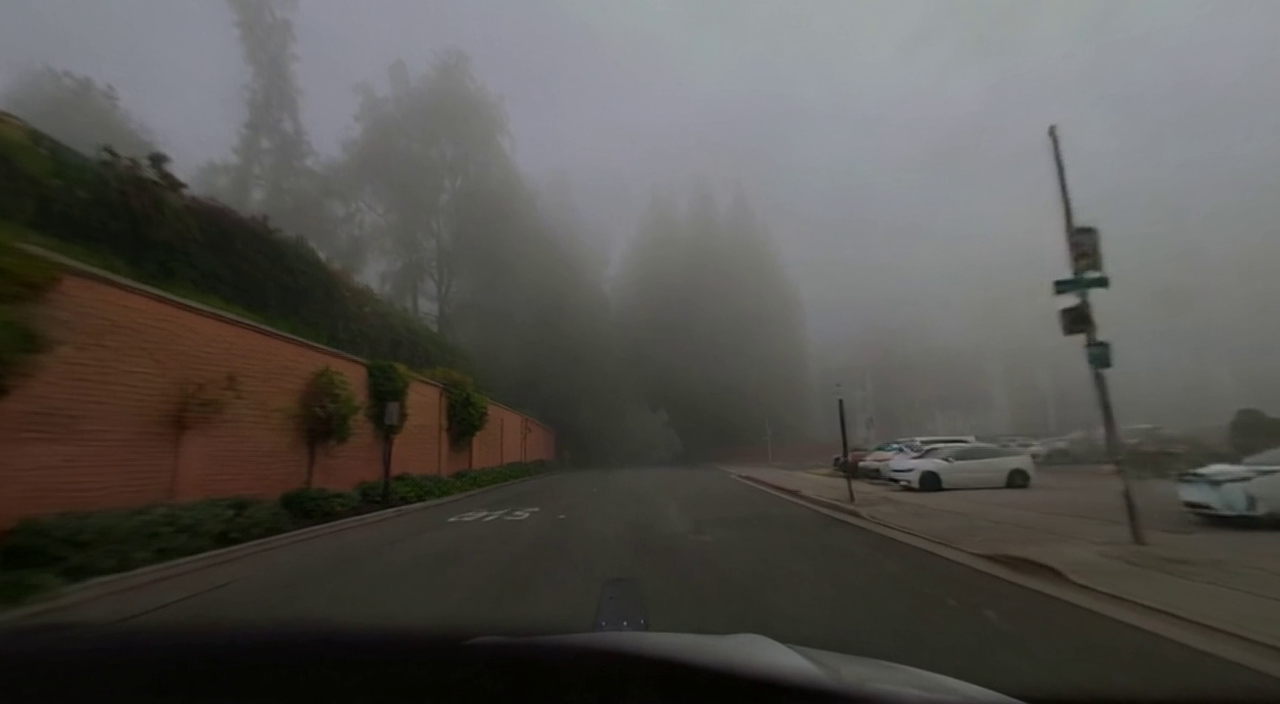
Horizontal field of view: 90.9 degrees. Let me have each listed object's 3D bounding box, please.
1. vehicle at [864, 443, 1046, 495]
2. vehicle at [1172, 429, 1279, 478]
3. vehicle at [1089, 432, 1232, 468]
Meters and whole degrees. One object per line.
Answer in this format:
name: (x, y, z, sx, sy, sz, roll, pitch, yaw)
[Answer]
vehicle: (9.352, 3.494, 19.027, 4.309, 1.442, 2.145, 0, -9, -1)
vehicle: (23.090, 3.716, 23.389, 4.740, 1.536, 2.084, -3, -9, -1)
vehicle: (23.744, 4.505, 28.860, 4.873, 1.501, 1.950, 1, -9, -3)
